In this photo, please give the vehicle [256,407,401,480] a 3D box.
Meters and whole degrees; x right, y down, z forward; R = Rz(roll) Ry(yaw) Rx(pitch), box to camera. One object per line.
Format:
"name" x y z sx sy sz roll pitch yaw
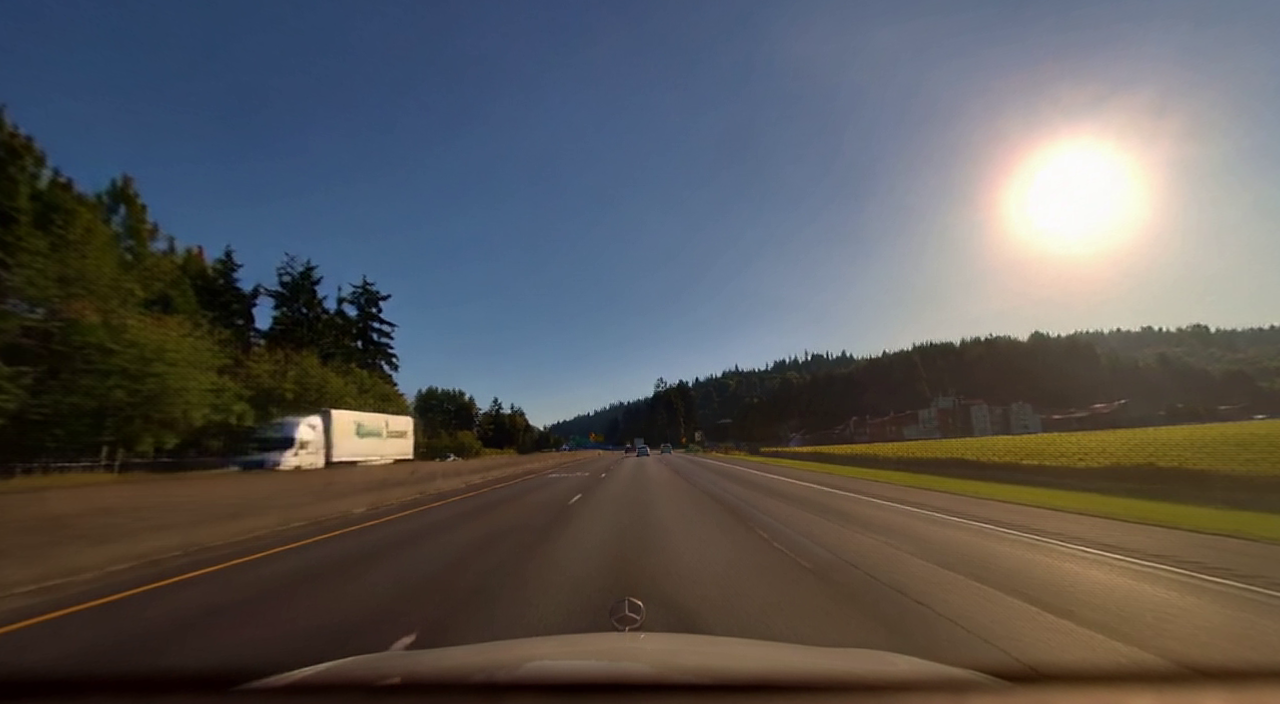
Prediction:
"vehicle" -19.163 5.880 40.181 3.069 3.882 11.694 0 -9 1
